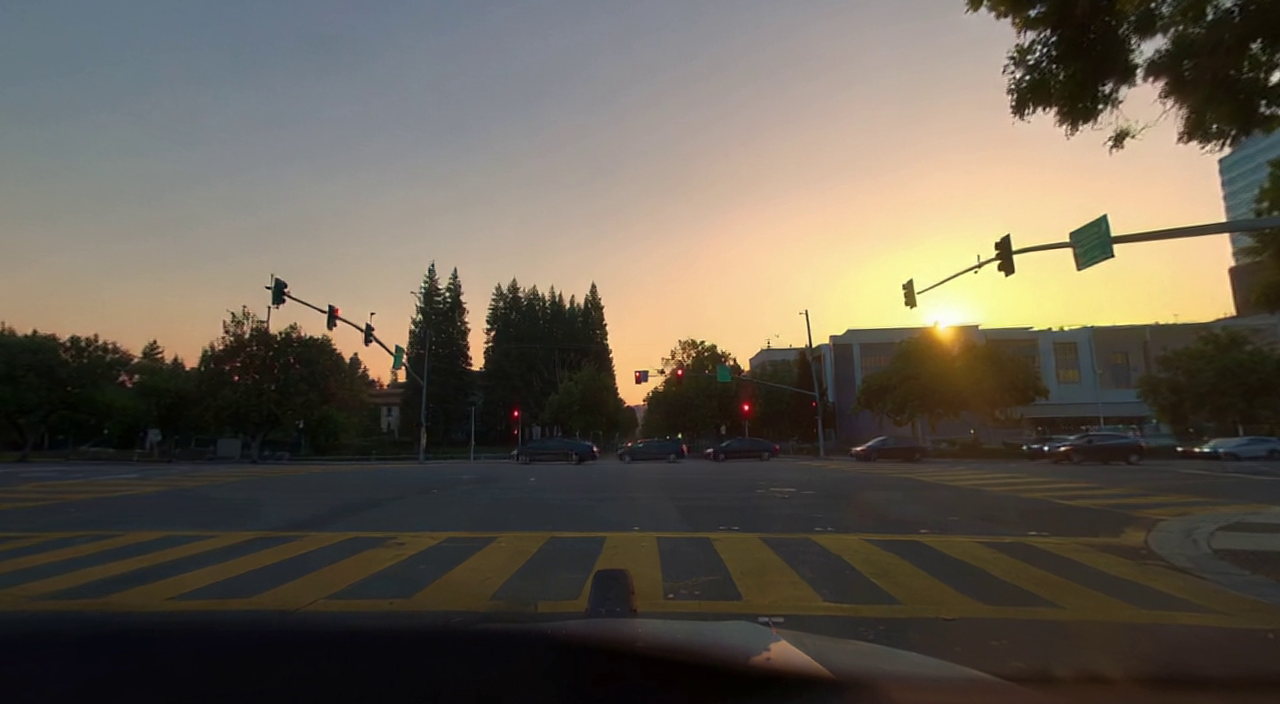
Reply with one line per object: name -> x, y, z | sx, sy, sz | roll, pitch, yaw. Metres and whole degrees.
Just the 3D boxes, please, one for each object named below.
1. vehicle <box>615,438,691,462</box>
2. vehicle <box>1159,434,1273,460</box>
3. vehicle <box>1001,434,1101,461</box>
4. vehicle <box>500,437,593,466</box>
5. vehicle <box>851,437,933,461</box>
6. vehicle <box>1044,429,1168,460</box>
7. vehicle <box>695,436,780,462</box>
vehicle -> 0.805, 6.227, 40.187 | 4.759, 1.445, 1.865 | 0, -9, 0
vehicle -> 33.393, 5.518, 36.727 | 4.724, 1.452, 1.870 | 0, -9, 0
vehicle -> 23.769, 5.529, 36.641 | 4.519, 1.476, 1.767 | 0, -9, 1
vehicle -> -4.844, 5.212, 33.209 | 4.629, 1.423, 1.833 | 0, -9, 1
vehicle -> 15.935, 6.155, 40.105 | 4.443, 1.472, 1.794 | 0, -9, 1
vehicle -> 29.373, 5.848, 39.942 | 6.133, 1.833, 2.155 | 0, -9, -2
vehicle -> 5.652, 5.675, 36.875 | 4.631, 1.435, 1.715 | 0, -9, -1
